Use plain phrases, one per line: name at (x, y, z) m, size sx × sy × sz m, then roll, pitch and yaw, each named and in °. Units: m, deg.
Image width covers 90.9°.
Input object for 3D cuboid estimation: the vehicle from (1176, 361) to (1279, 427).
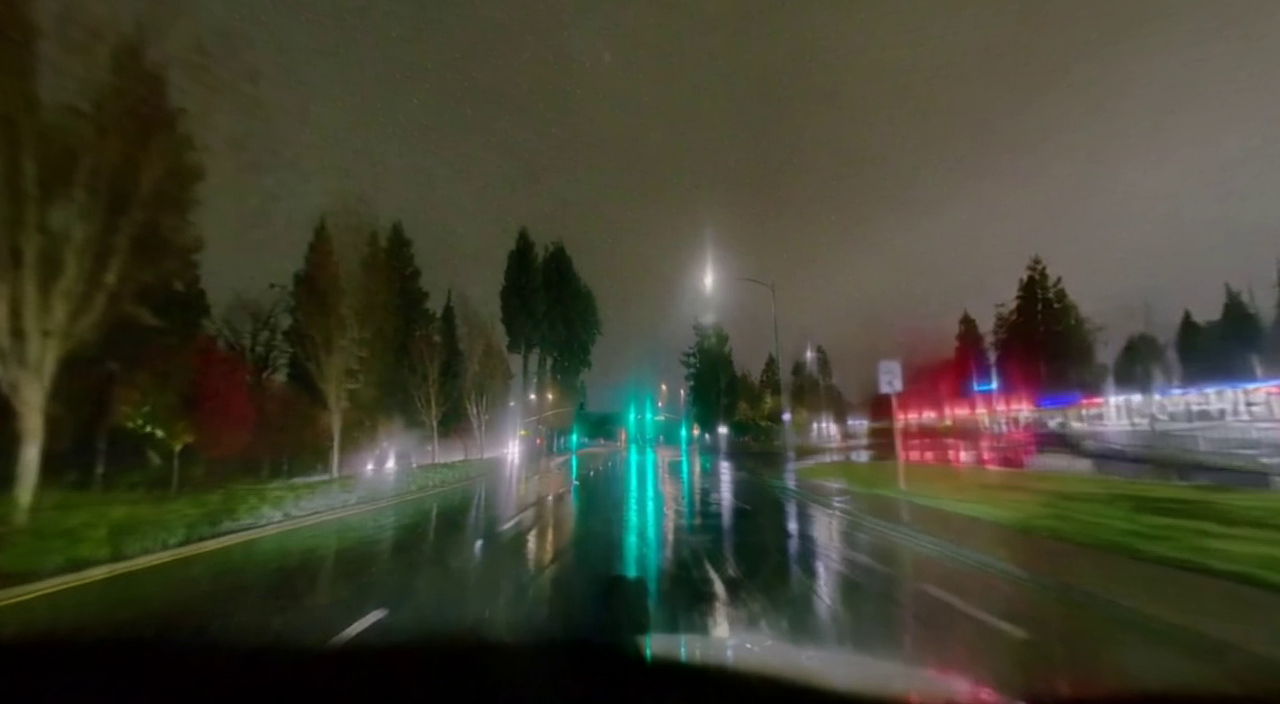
vehicle at (41.294, 2.453, 41.136) m, size 8.935 × 3.546 × 2.885 m, roll -14°, pitch -10°, yaw 37°
